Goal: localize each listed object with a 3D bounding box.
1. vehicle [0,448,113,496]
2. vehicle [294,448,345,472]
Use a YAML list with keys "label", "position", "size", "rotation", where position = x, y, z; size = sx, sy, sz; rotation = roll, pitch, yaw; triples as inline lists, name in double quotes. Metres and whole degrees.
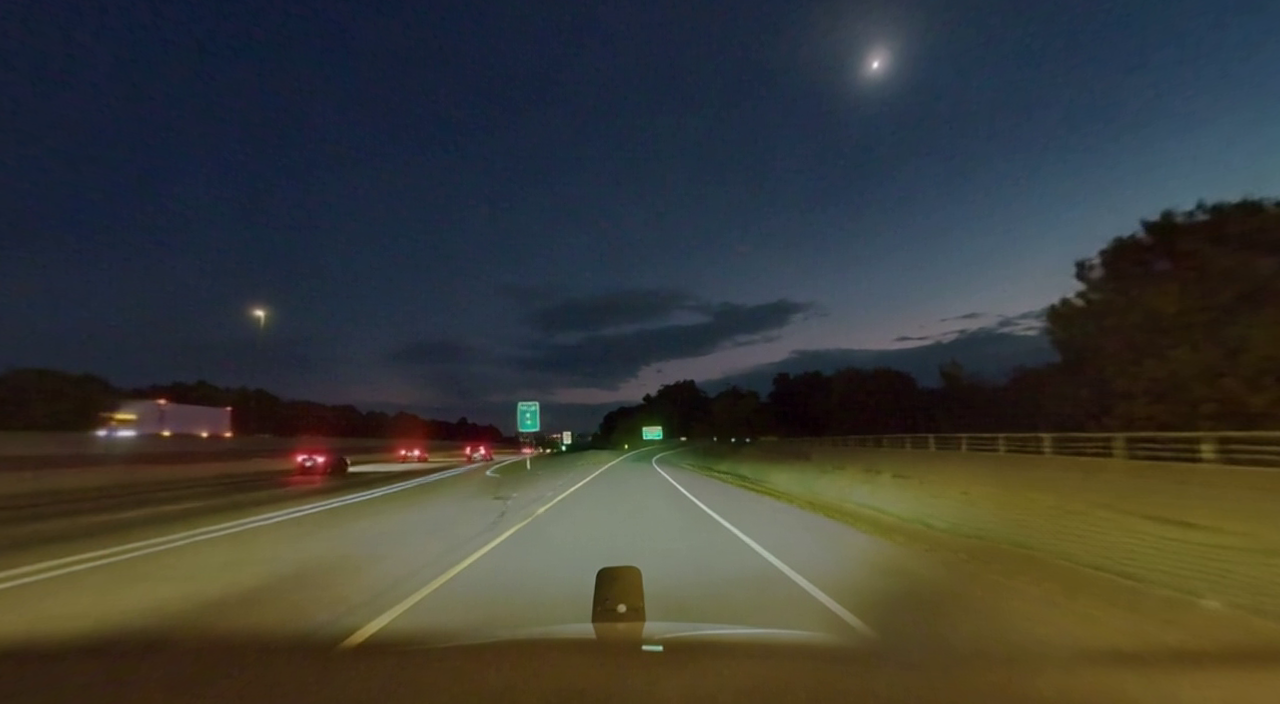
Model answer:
- label: "vehicle"
  position: [-25.702, 5.020, 26.769]
  size: [2.220, 1.806, 5.471]
  rotation: [1, -9, -6]
- label: "vehicle"
  position: [-24.825, 8.379, 48.924]
  size: [2.093, 1.735, 4.285]
  rotation: [1, -9, -6]
